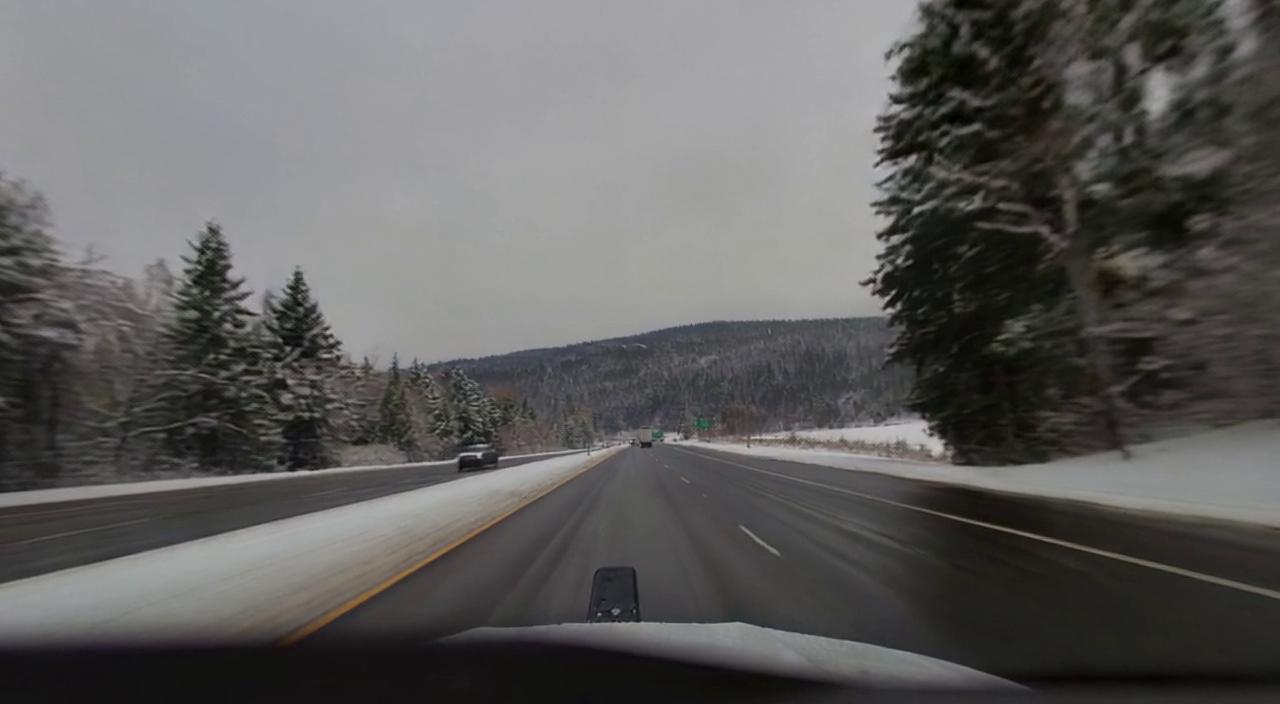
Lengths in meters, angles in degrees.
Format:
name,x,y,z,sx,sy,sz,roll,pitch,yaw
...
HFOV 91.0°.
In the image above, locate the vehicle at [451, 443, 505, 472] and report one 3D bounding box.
name,x,y,z,sx,sy,sz,roll,pitch,yaw
vehicle,-9.578,6.255,37.580,2.021,1.549,4.467,0,-8,-1
